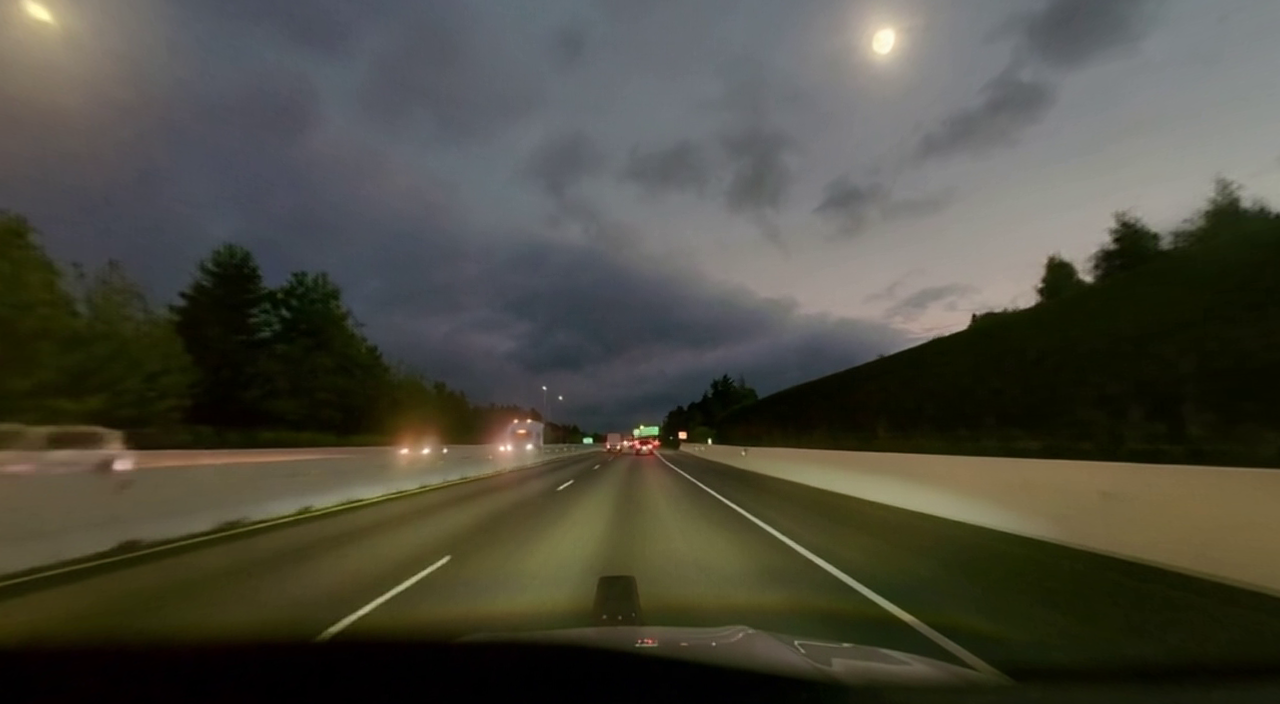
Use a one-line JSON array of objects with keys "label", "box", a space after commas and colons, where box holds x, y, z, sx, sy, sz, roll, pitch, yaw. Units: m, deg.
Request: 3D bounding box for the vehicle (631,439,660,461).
[{"label": "vehicle", "box": [0.370, 7.098, 45.817, 2.030, 1.523, 4.114, 0, -8, 0]}]

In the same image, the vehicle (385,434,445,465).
[{"label": "vehicle", "box": [-15.092, 6.572, 42.502, 2.067, 1.948, 5.164, 0, -8, 1]}]

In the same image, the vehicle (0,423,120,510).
[{"label": "vehicle", "box": [-14.786, 2.539, 14.056, 2.040, 1.854, 4.987, 0, -8, 0]}]
